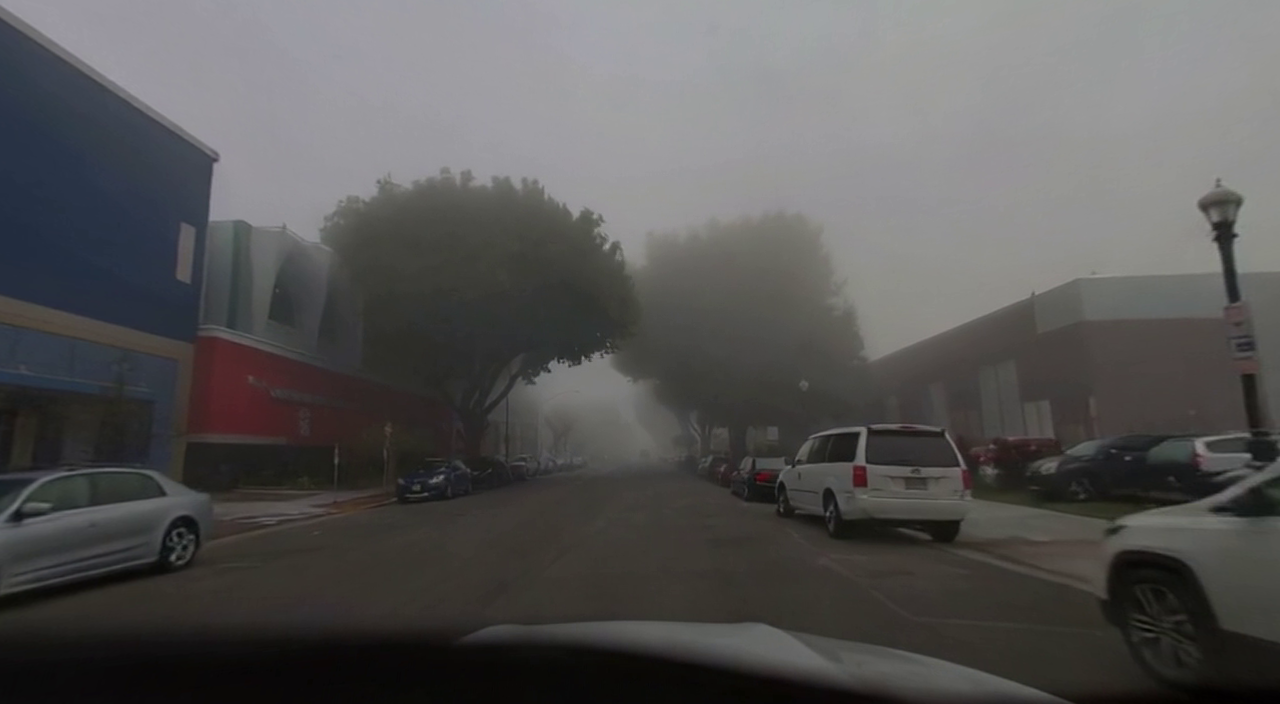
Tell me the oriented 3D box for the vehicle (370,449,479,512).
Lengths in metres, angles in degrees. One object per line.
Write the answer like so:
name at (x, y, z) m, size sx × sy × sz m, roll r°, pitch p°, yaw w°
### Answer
vehicle at (-7.079, 4.226, 21.452) m, size 1.996 × 1.770 × 5.518 m, roll -2°, pitch -8°, yaw -2°

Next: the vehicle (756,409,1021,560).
vehicle at (3.839, 2.169, 11.176) m, size 2.390 × 2.005 × 5.276 m, roll 0°, pitch -8°, yaw -2°

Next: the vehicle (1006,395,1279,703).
vehicle at (3.896, 0.985, 2.607) m, size 2.008 × 1.644 × 4.476 m, roll 0°, pitch -8°, yaw -1°

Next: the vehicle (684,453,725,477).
vehicle at (4.248, 7.475, 41.916) m, size 2.081 × 1.463 × 4.263 m, roll 0°, pitch -8°, yaw -3°

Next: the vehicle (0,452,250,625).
vehicle at (-7.019, 1.967, 6.957) m, size 2.182 × 1.522 × 4.946 m, roll -2°, pitch -8°, yaw 2°

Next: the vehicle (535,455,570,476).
vehicle at (-6.768, 8.834, 49.244) m, size 1.887 × 1.503 × 4.604 m, roll -1°, pitch -8°, yaw 2°
